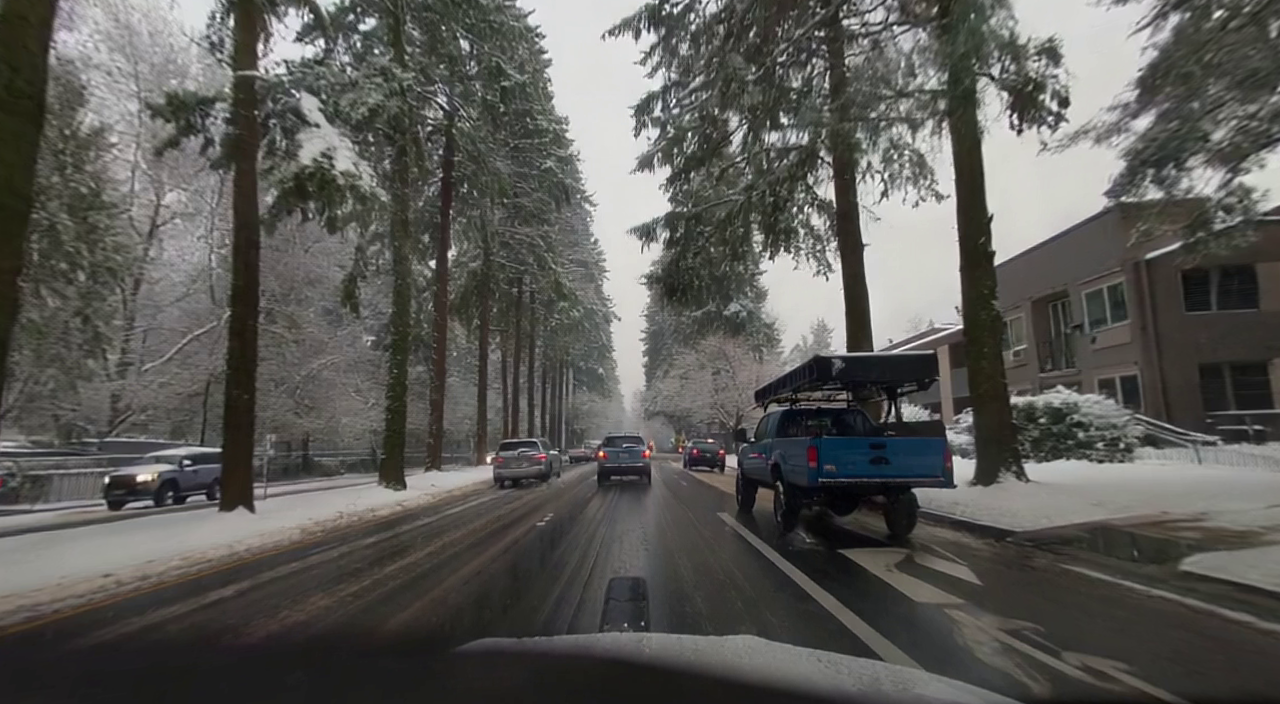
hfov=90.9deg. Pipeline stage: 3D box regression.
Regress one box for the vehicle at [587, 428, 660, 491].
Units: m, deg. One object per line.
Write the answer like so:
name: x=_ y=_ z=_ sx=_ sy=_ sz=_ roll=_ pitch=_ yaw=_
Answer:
vehicle: x=-0.461 y=3.369 z=20.011 sx=2.075 sy=1.770 sz=4.018 roll=0 pitch=-8 yaw=0

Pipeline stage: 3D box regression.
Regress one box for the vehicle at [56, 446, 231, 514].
vehicle: x=-15.023 y=3.844 z=19.461 sx=1.889 sy=1.743 sz=4.296 roll=-3 pitch=-8 yaw=1

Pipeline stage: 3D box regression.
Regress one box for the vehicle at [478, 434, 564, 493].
vehicle: x=-3.587 y=3.441 z=19.736 sx=1.894 sy=1.642 sz=3.861 roll=0 pitch=-8 yaw=1

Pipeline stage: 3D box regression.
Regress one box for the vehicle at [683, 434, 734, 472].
vehicle: x=3.694 y=5.549 z=34.958 sx=2.183 sy=1.948 sz=4.633 roll=0 pitch=-8 yaw=-1

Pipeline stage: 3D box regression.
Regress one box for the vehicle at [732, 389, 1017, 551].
vehicle: x=3.435 y=1.951 z=11.152 sx=2.655 sy=2.054 sz=6.098 roll=0 pitch=-8 yaw=0
